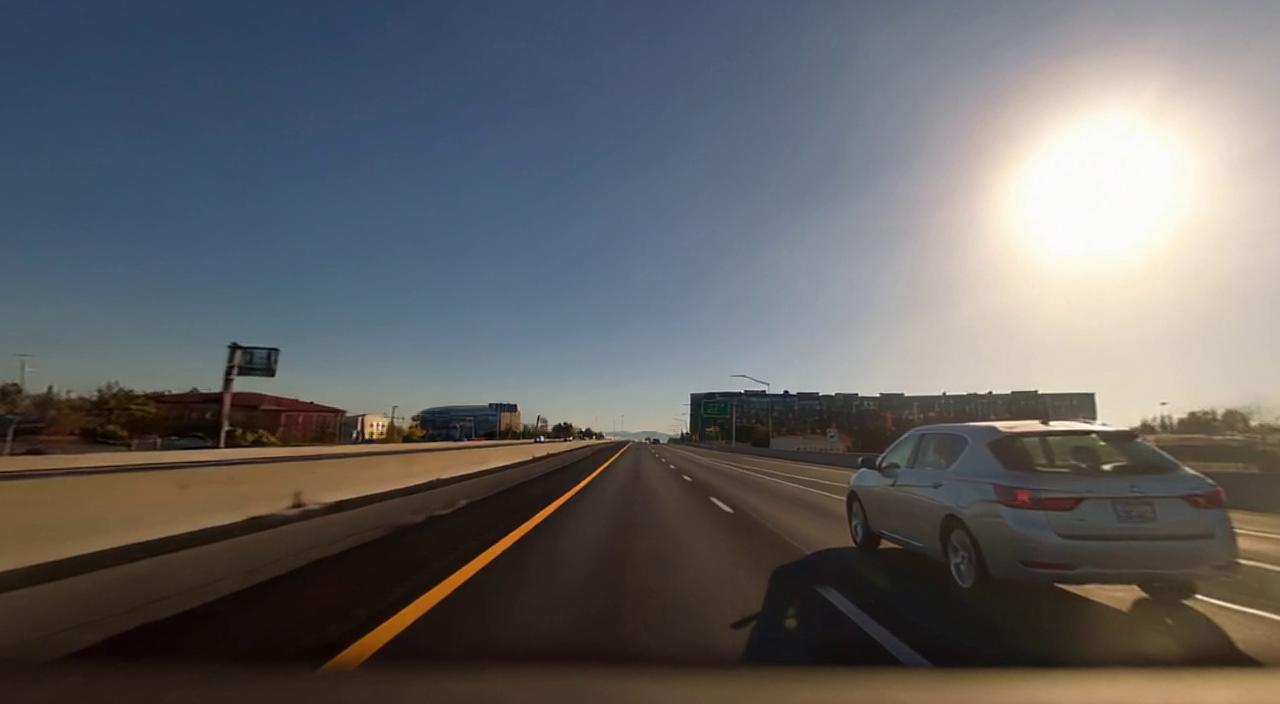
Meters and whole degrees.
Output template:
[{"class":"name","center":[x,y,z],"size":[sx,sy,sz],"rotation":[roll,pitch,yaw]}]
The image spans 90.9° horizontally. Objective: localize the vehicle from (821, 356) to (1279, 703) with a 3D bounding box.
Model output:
[{"class":"vehicle","center":[3.134,1.176,5.197],"size":[2.059,1.715,4.192],"rotation":[0,-8,1]}]
